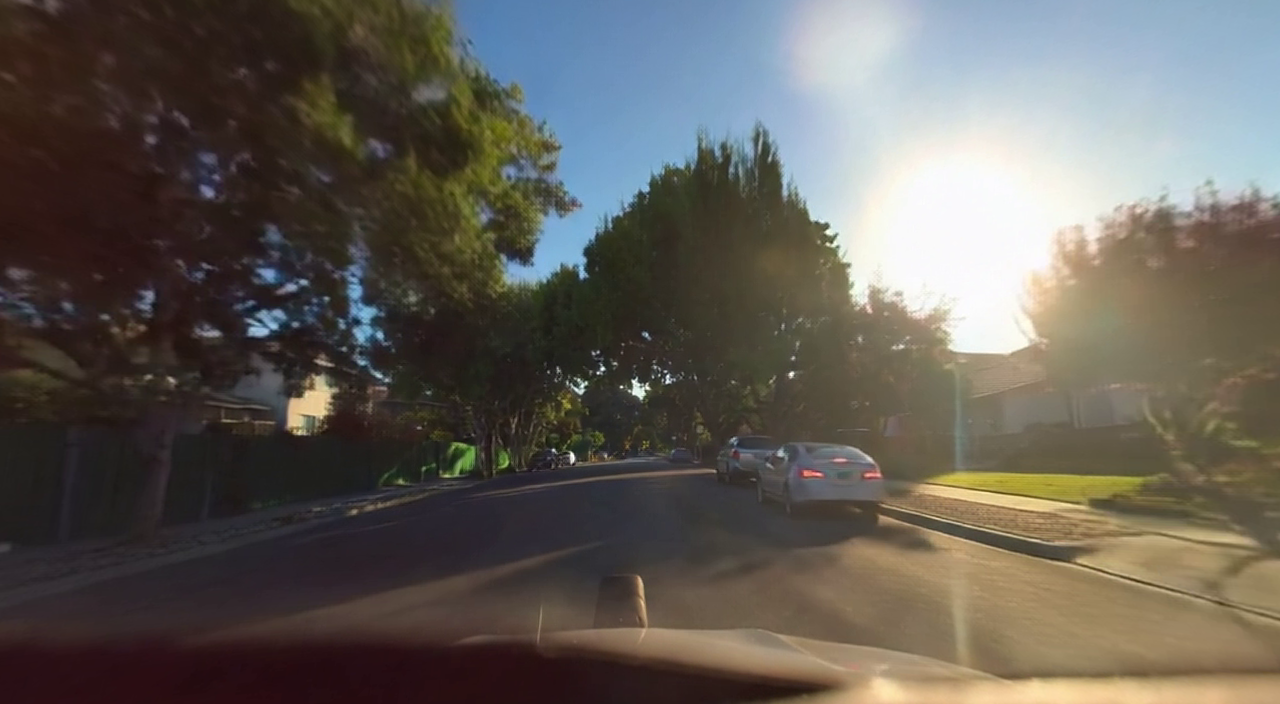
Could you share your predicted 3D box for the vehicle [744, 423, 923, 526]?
[{"bbox_3d":[3.591,2.388,12.890,2.122,1.673,4.876,0,-8,0],"label":"vehicle"}]
